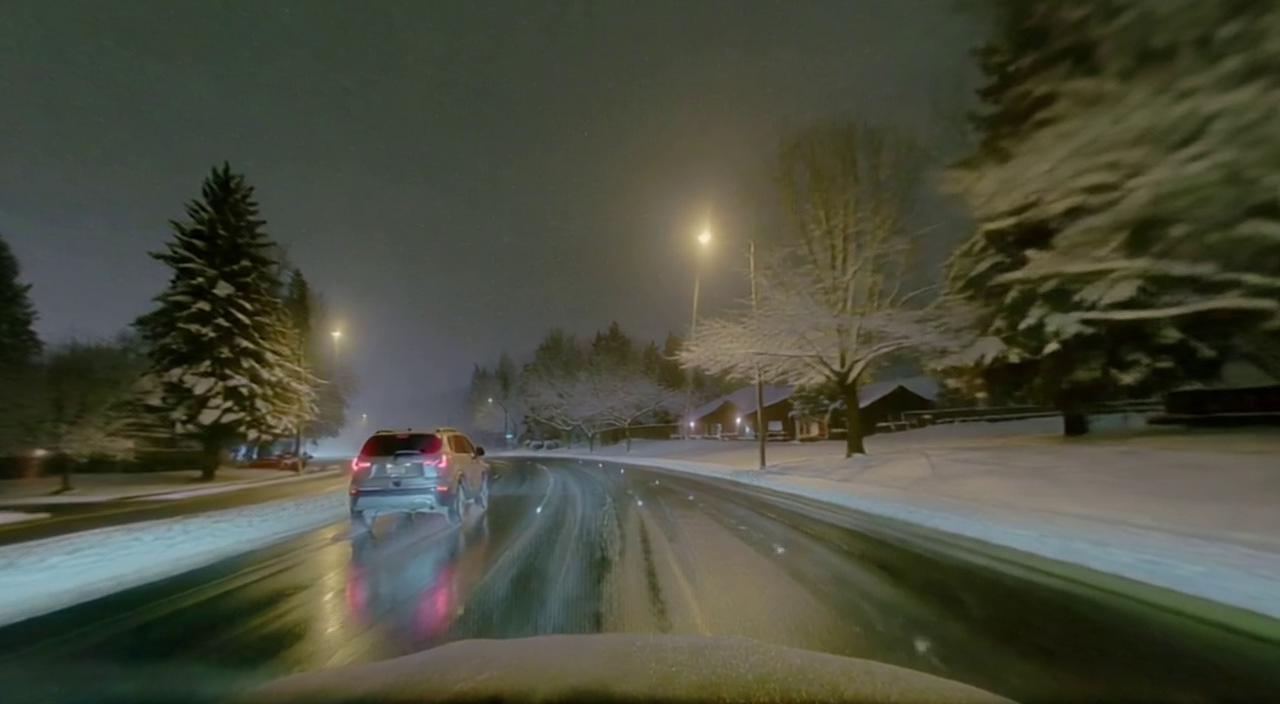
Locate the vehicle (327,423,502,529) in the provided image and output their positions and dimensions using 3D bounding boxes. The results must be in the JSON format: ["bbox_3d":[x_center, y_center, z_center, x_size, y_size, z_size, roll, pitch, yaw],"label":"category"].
[{"bbox_3d":[-4.311,2.428,12.979,2.175,1.772,4.442,0,-8,-4],"label":"vehicle"}]
